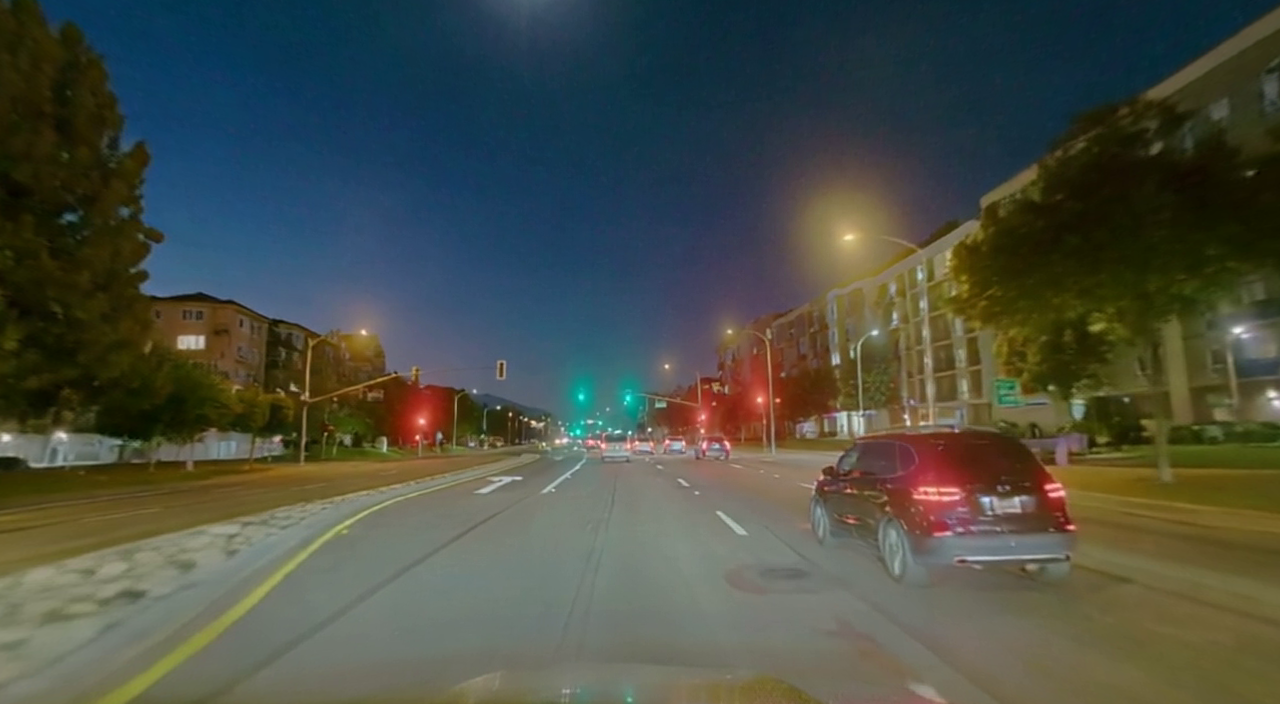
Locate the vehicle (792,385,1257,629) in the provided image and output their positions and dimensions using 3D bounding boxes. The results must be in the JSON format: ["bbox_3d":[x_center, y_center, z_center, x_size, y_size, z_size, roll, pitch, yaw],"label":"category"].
[{"bbox_3d":[3.232,1.387,6.754,1.893,1.664,4.670,0,-8,-2],"label":"vehicle"}]

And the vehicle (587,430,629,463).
[{"bbox_3d":[-1.744,5.053,33.930,2.101,1.641,4.341,1,-8,-3],"label":"vehicle"}]

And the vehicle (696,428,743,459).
[{"bbox_3d":[5.230,6.114,42.372,2.052,1.886,5.297,1,-8,-4],"label":"vehicle"}]
